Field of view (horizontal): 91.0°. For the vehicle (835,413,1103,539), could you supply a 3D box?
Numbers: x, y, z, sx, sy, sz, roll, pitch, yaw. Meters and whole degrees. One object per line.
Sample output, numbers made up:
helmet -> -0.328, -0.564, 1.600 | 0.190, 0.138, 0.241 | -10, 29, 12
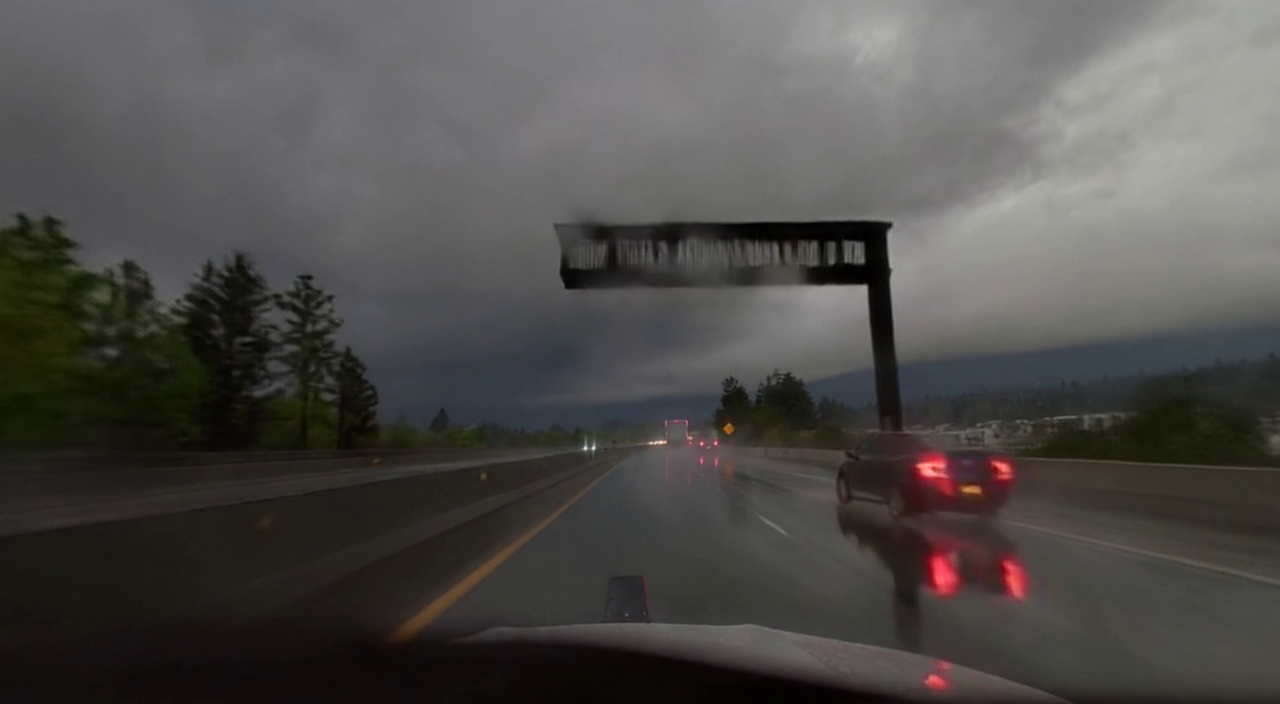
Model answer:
vehicle -> 4.729, 1.841, 9.921 | 1.954, 1.550, 4.140 | 0, -8, 0
